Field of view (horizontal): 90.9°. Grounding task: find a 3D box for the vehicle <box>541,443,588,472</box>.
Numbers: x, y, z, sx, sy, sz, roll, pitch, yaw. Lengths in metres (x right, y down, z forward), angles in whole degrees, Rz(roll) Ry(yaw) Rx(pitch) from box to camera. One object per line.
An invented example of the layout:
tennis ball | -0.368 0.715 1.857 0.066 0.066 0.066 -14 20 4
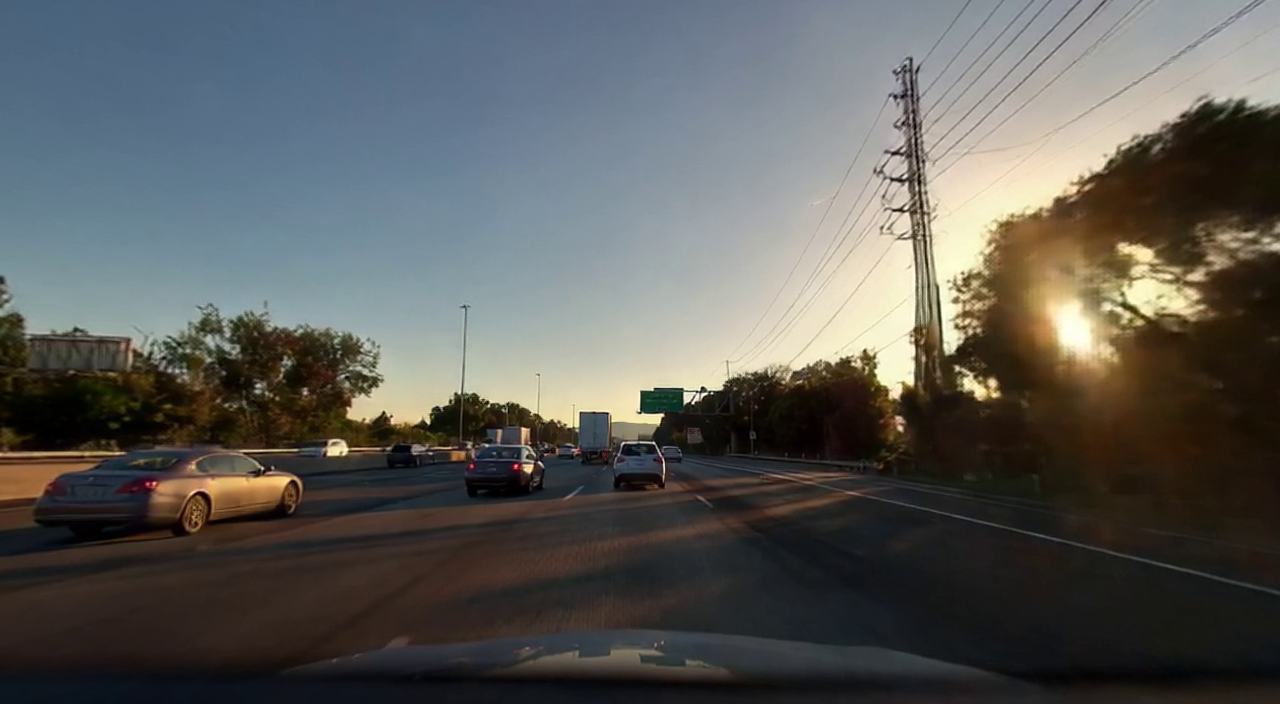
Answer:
vehicle | -3.932 5.568 33.494 2.013 1.437 3.801 0 -9 0

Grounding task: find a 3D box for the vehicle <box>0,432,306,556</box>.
vehicle | -7.372 2.016 9.738 1.867 1.445 4.499 0 -9 1

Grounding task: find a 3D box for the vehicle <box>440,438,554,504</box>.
vehicle | -3.502 2.985 16.281 1.912 1.464 4.115 0 -9 1

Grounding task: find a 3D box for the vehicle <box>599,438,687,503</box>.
vehicle | 0.033 3.059 16.757 2.018 1.470 4.491 0 -9 -1

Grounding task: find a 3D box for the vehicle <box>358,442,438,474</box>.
vehicle | -12.100 5.321 31.912 2.089 1.500 4.780 0 -9 1
